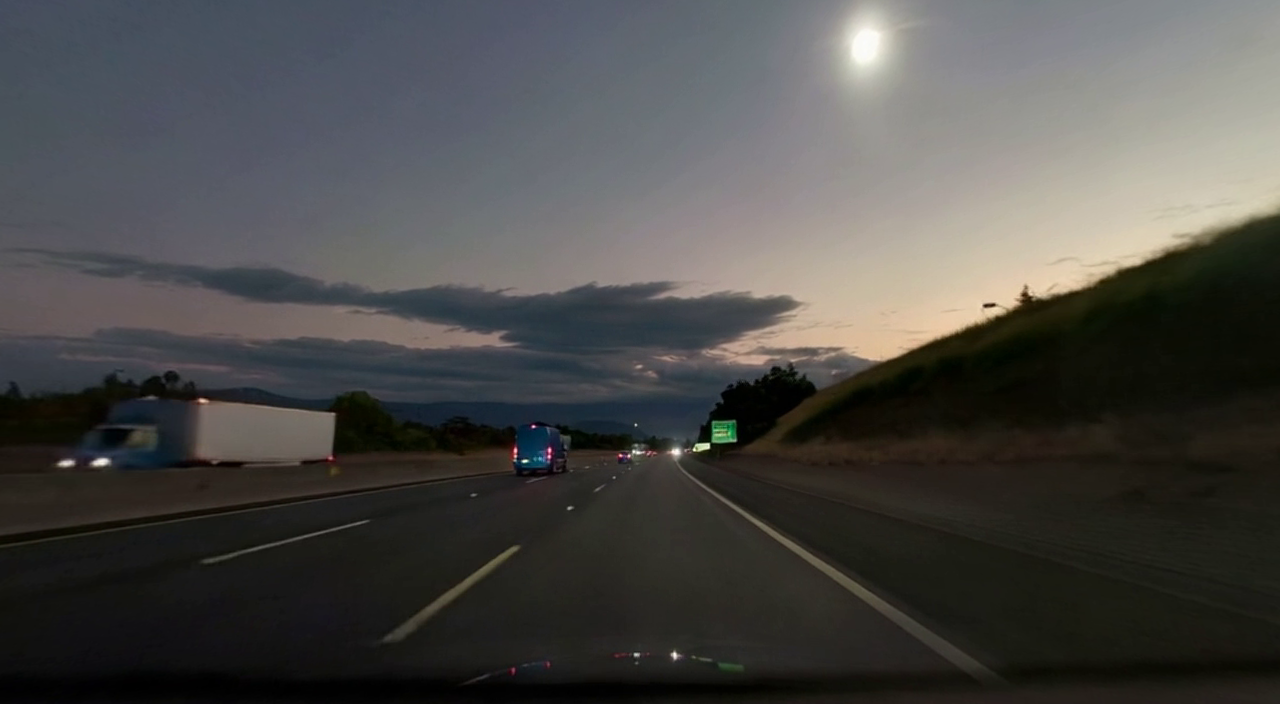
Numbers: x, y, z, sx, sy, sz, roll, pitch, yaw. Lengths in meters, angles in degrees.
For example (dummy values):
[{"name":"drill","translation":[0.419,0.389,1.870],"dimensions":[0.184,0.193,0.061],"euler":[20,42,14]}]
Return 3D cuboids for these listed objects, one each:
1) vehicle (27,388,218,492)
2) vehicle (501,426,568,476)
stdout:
[{"name":"vehicle","translation":[-22.169,3.870,27.598],"dimensions":[2.970,4.003,5.894],"euler":[-1,-9,2]},{"name":"vehicle","translation":[-5.695,5.494,34.958],"dimensions":[2.449,2.471,6.130],"euler":[-1,-9,2]}]
